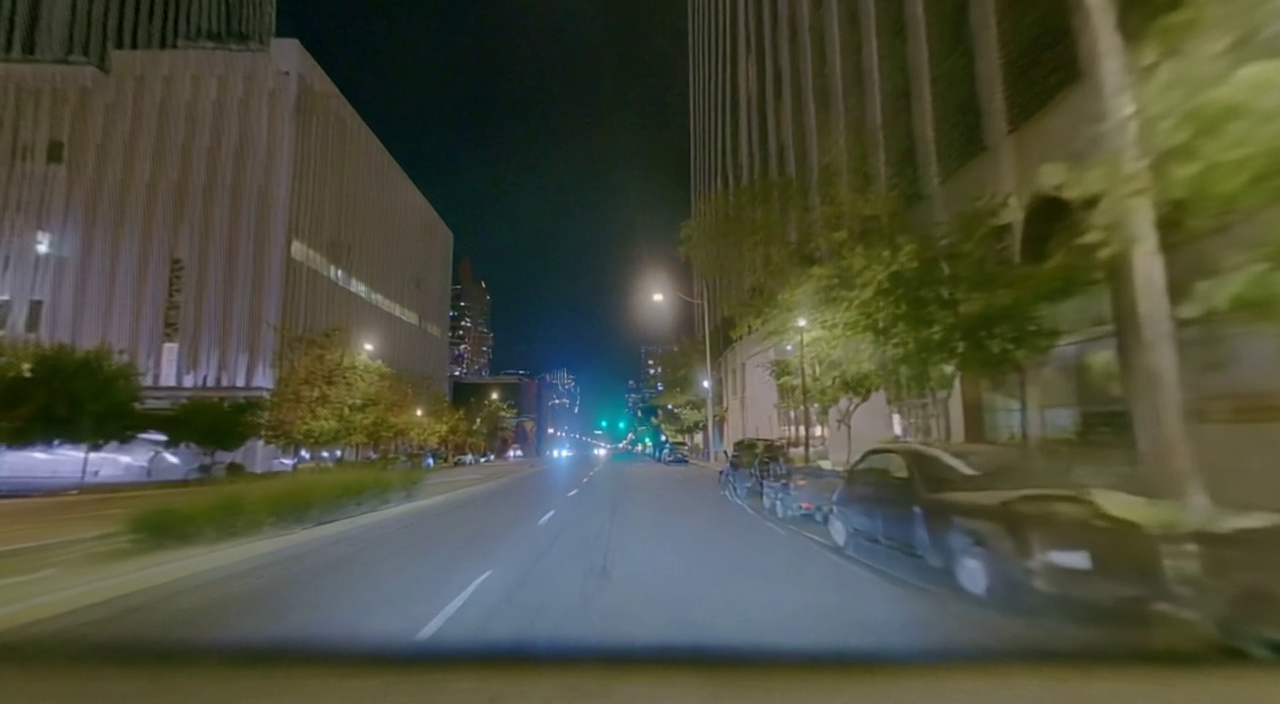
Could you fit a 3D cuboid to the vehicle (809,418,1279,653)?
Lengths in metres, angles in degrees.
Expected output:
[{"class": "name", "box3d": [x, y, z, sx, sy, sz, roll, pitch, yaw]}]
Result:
[{"class": "vehicle", "box3d": [3.313, 1.519, 6.422, 1.825, 1.488, 4.604, 0, -8, -1]}]

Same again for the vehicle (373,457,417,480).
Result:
[{"class": "vehicle", "box3d": [-18.901, 8.964, 48.909, 1.791, 1.461, 4.496, -4, -8, -2]}]

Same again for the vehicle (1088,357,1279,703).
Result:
[{"class": "vehicle", "box3d": [3.793, 0.651, 1.424, 1.909, 1.647, 4.846, 0, -8, -1]}]

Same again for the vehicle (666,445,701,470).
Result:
[{"class": "vehicle", "box3d": [2.793, 6.859, 41.345, 1.924, 1.492, 4.587, 0, -8, 0]}]
